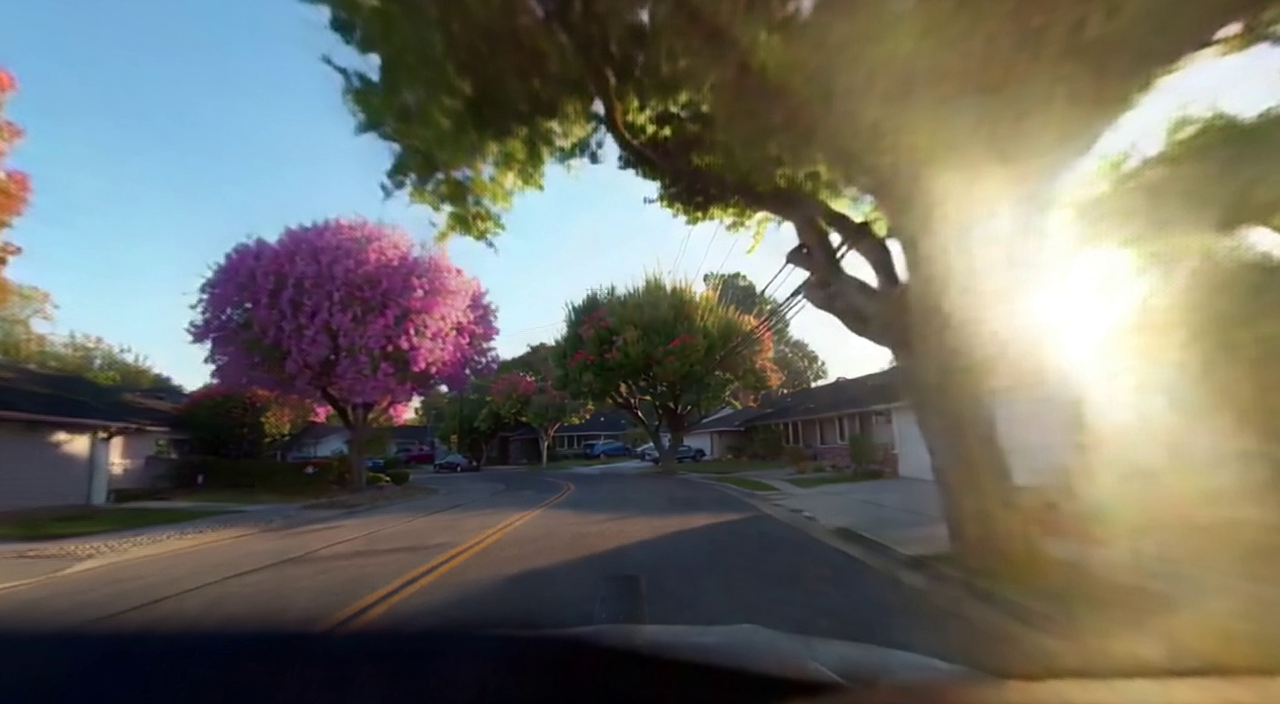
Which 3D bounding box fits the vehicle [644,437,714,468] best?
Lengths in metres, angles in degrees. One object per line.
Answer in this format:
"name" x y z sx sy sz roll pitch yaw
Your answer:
"vehicle" 2.728 6.991 44.045 4.459 1.738 1.930 0 -8 -29
